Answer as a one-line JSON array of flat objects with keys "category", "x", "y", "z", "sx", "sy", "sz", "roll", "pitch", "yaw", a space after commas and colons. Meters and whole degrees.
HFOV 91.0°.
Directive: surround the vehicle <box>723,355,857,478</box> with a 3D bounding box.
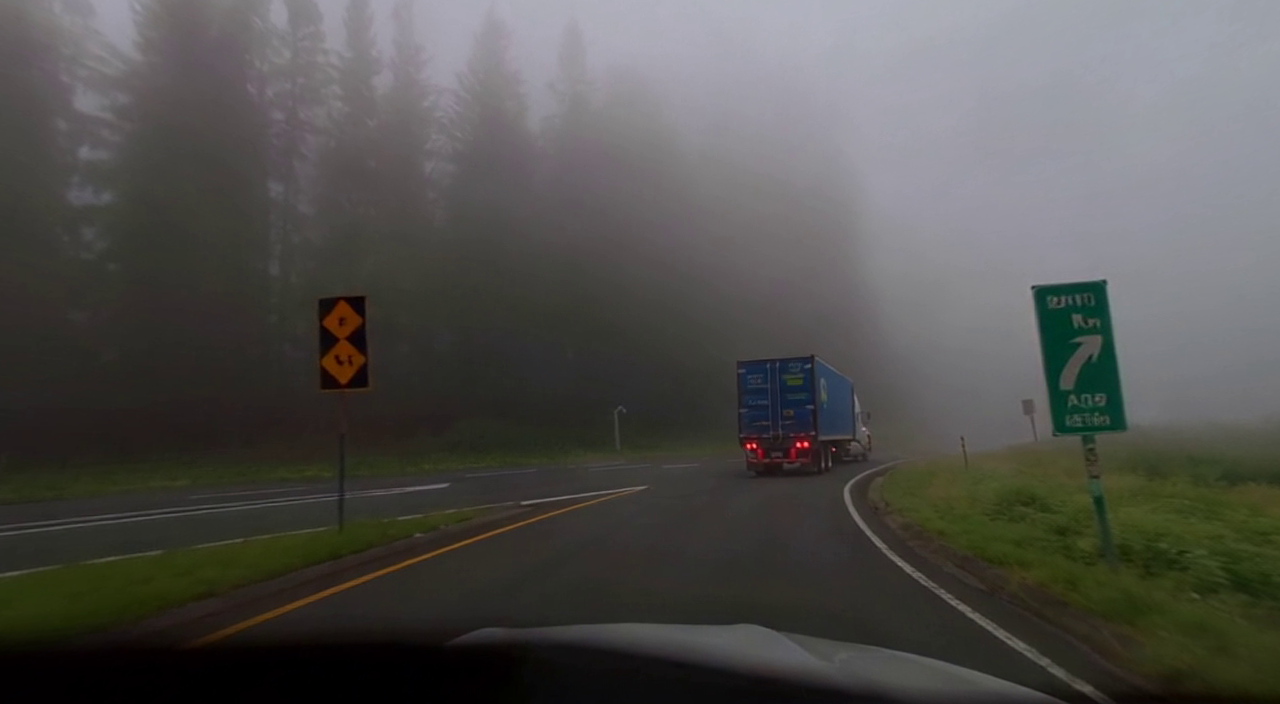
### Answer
[{"category": "vehicle", "x": 5.963, "y": 2.536, "z": 23.539, "sx": 2.937, "sy": 3.647, "sz": 9.344, "roll": -4, "pitch": -9, "yaw": 24}]
